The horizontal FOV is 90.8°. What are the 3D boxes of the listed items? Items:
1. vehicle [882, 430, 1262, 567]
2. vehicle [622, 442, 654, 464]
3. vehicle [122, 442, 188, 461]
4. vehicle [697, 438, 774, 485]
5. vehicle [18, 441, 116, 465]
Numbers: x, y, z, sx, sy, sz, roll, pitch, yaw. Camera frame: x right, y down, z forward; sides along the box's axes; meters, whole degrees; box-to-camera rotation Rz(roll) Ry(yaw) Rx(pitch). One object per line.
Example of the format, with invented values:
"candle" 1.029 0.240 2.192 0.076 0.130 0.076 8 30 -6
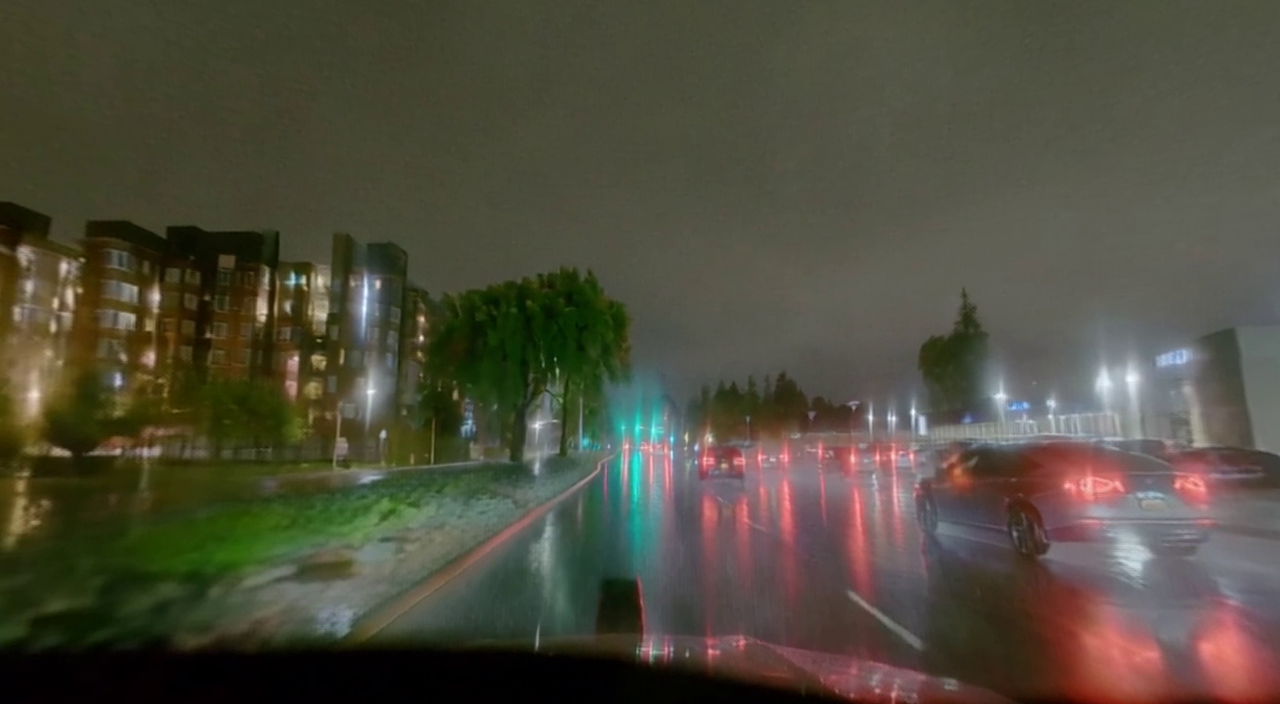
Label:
"vehicle" 5.794 1.984 9.473 2.098 1.507 4.655 1 -9 -6
"vehicle" -0.184 6.880 43.161 2.095 1.456 3.873 0 -8 -1
"vehicle" -37.998 7.788 49.543 3.747 1.422 1.643 0 -9 -1
"vehicle" 3.362 3.964 23.233 1.953 1.514 4.672 0 -8 -2
"vehicle" -37.541 6.624 41.427 4.467 1.473 2.118 -1 -9 4
